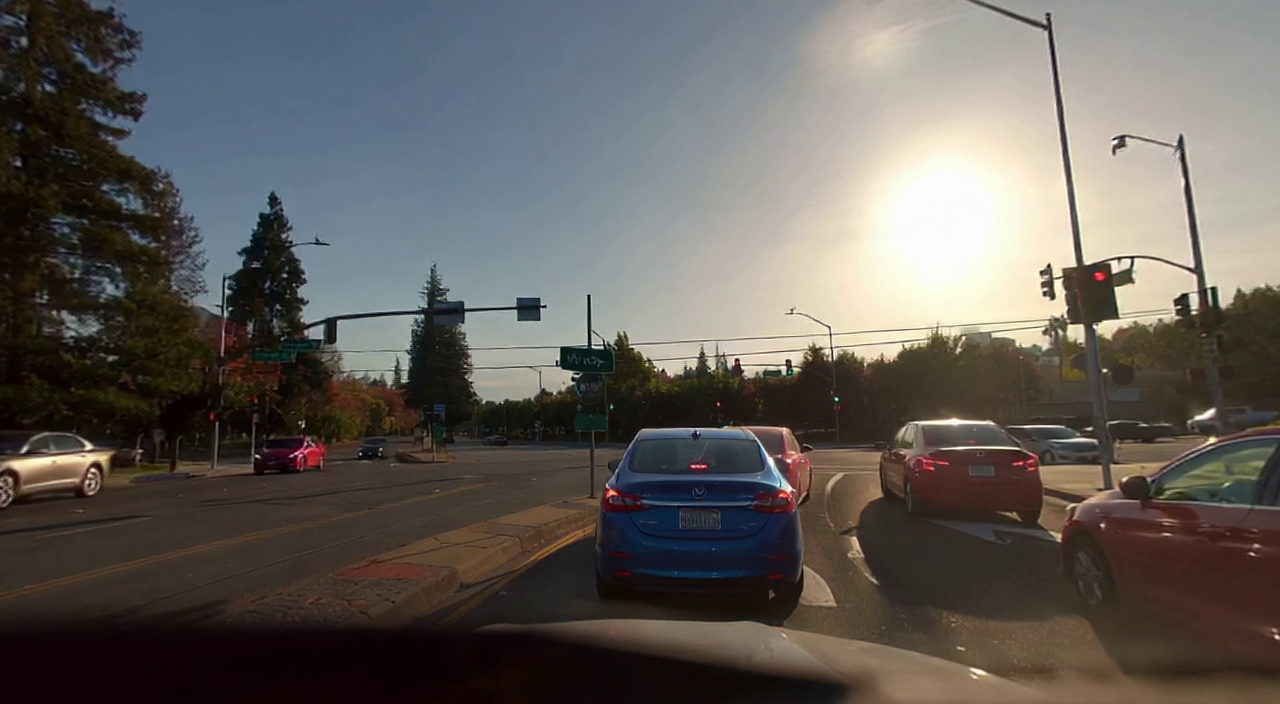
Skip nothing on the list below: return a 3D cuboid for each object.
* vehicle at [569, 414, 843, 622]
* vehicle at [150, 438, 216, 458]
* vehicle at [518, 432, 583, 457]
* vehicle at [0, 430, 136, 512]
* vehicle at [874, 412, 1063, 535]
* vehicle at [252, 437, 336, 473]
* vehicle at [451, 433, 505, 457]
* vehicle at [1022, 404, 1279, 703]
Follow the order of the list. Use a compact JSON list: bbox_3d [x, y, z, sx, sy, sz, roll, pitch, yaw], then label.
[{"bbox_3d":[0.856,1.500,6.698,2.052,1.483,3.928,-2,-8,12],"label":"vehicle"},{"bbox_3d":[-35.377,7.441,48.640,1.652,1.433,3.733,-7,-11,40],"label":"vehicle"},{"bbox_3d":[-5.979,6.112,41.547,1.932,1.573,4.509,8,-12,-44],"label":"vehicle"},{"bbox_3d":[-13.307,2.492,13.584,1.948,1.532,4.102,2,-8,-11],"label":"vehicle"},{"bbox_3d":[5.527,2.050,11.281,2.102,1.717,4.373,-2,-9,16],"label":"vehicle"},{"bbox_3d":[-15.261,4.544,27.993,1.976,1.458,4.645,2,-8,-13],"label":"vehicle"},{"bbox_3d":[-12.478,7.126,48.186,1.972,1.705,4.457,8,-11,-44],"label":"vehicle"},{"bbox_3d":[4.239,1.059,3.380,1.954,1.508,4.441,-1,-8,7],"label":"vehicle"}]
